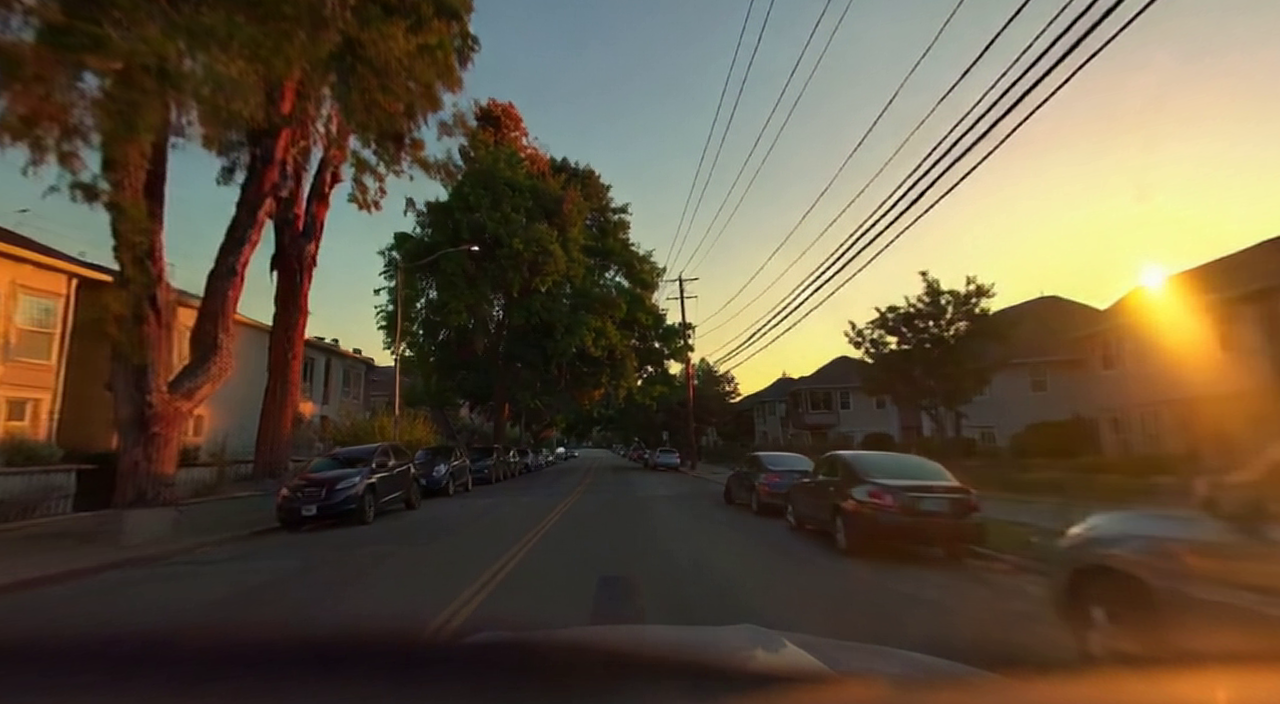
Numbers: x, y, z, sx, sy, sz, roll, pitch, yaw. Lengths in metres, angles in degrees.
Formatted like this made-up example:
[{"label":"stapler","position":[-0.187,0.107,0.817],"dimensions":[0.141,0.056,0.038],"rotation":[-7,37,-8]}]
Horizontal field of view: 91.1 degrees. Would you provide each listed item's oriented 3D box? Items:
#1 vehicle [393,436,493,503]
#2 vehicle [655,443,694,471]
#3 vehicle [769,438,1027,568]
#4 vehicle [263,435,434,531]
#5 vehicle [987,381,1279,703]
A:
[{"label":"vehicle","position":[-7.081,4.186,23.241],"dimensions":[2.120,1.989,5.616],"rotation":[-3,-7,-3]},{"label":"vehicle","position":[2.273,7.082,42.532],"dimensions":[2.328,1.730,4.225],"rotation":[1,-9,-2]},{"label":"vehicle","position":[3.510,2.112,9.717],"dimensions":[1.868,1.494,4.652],"rotation":[1,-8,-2]},{"label":"vehicle","position":[-6.801,3.018,15.388],"dimensions":[2.056,1.876,4.824],"rotation":[-2,-7,-2]},{"label":"vehicle","position":[3.701,0.854,1.896],"dimensions":[2.272,1.626,5.170],"rotation":[0,-8,-1]}]
